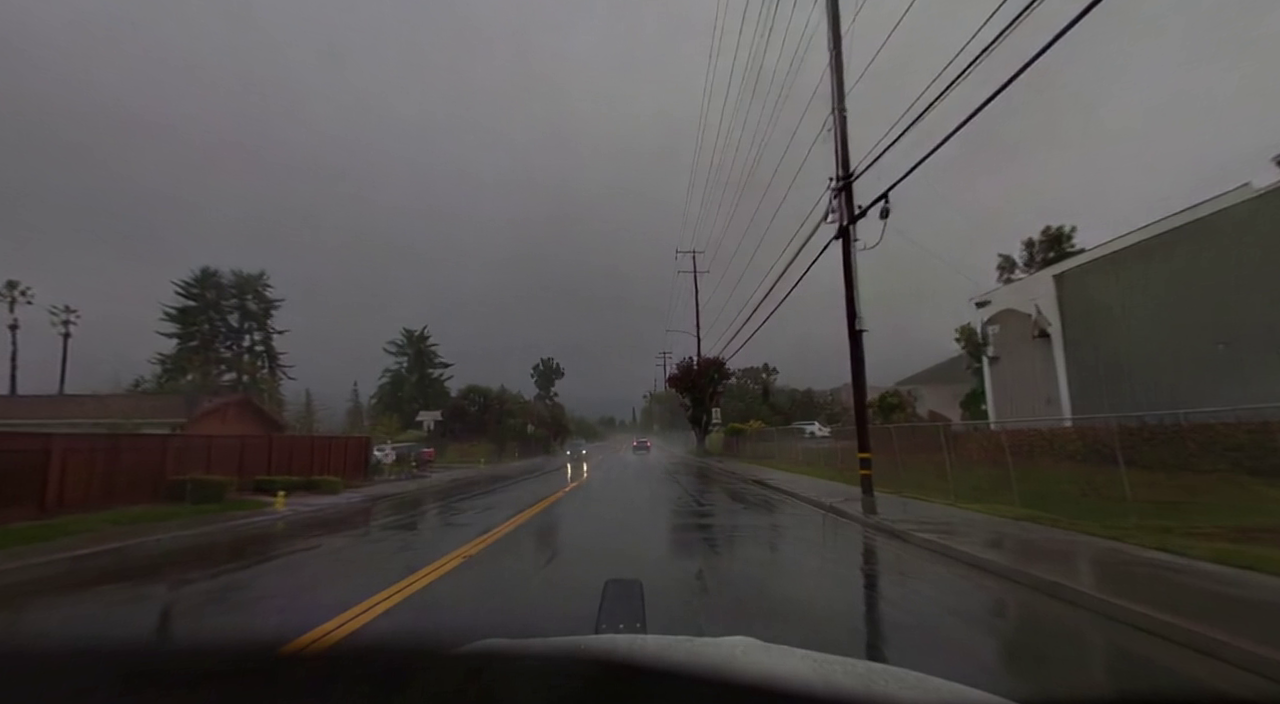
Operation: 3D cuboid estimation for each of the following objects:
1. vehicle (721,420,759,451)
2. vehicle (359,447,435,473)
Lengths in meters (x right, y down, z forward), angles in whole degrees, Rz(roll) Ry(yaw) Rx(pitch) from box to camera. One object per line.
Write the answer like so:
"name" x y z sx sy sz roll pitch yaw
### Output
"vehicle" 7.818 6.605 49.813 2.169 2.325 4.759 0 -9 0
"vehicle" -17.189 7.613 44.827 4.556 1.767 2.023 1 -9 -4
